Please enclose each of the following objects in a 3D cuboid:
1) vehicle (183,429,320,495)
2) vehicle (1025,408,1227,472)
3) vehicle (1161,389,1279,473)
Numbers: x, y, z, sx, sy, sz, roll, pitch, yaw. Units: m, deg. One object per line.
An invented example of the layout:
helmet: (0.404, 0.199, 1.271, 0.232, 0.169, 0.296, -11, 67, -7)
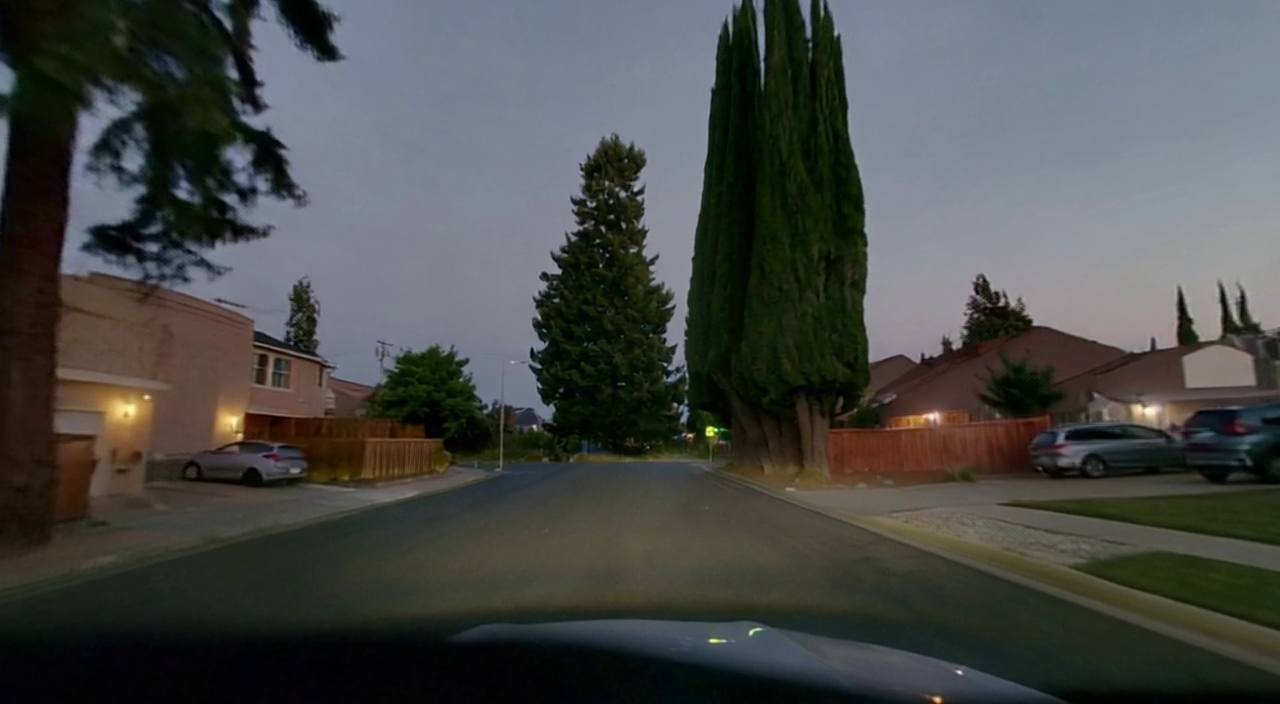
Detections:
vehicle: (-12.469, 3.470, 20.167, 4.656, 1.835, 2.039, -7, -11, 37)
vehicle: (13.104, 2.446, 17.341, 3.780, 1.601, 2.025, -2, -9, 13)
vehicle: (14.453, 1.727, 13.750, 4.261, 1.725, 1.955, -4, -9, 20)
